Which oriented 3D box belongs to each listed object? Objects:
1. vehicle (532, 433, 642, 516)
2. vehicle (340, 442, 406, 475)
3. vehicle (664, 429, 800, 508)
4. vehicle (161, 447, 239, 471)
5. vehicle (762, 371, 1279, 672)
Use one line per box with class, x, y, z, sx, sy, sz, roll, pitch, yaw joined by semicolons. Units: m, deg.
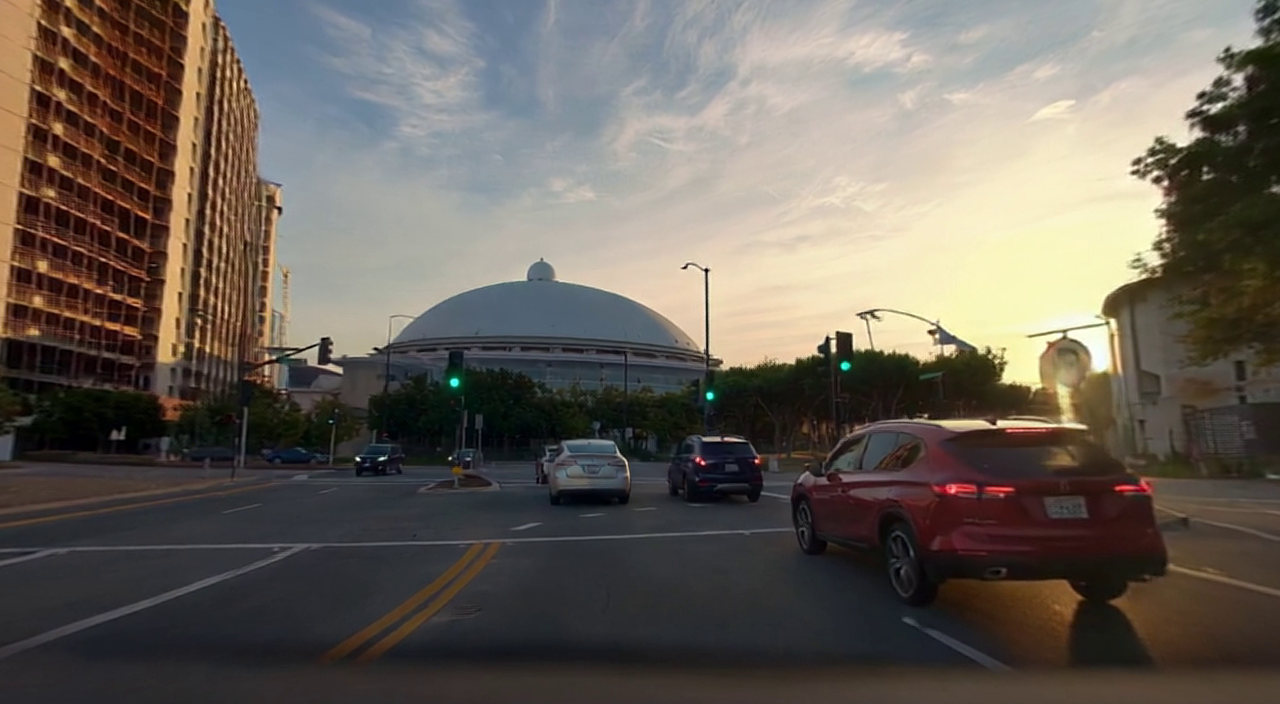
vehicle;-1.376;2.771;14.736;2.132;1.632;3.889;1;-9;-11
vehicle;-14.836;5.930;35.353;2.303;1.692;4.571;1;-9;-9
vehicle;2.141;2.901;16.201;2.103;1.710;4.396;1;-9;-11
vehicle;-30.628;7.416;43.837;4.653;1.459;2.228;-3;-9;24
vehicle;3.026;1.363;6.300;2.320;1.772;4.872;0;-9;-4
